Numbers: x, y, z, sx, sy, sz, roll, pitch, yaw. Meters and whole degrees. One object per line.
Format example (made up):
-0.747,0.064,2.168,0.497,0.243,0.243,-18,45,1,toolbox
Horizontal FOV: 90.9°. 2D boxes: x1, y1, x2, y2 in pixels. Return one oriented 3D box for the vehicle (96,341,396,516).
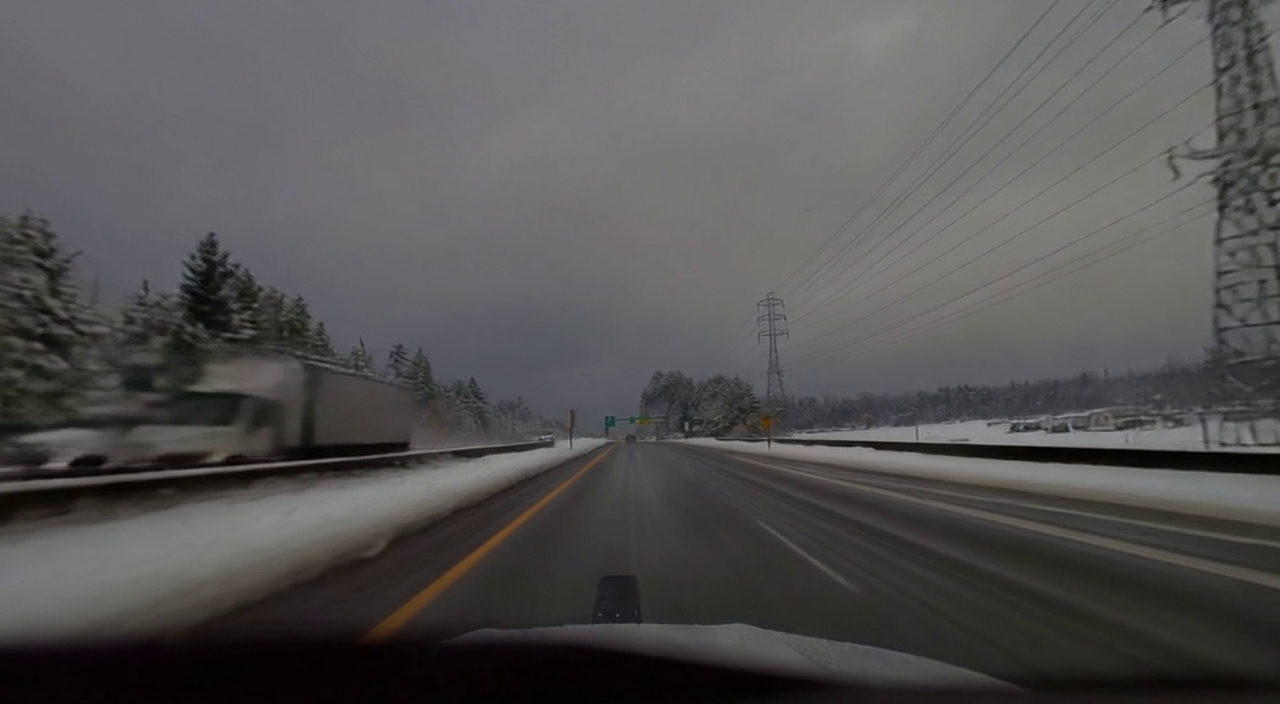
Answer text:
-9.076,1.959,16.026,2.646,3.377,7.637,0,-8,0,vehicle
